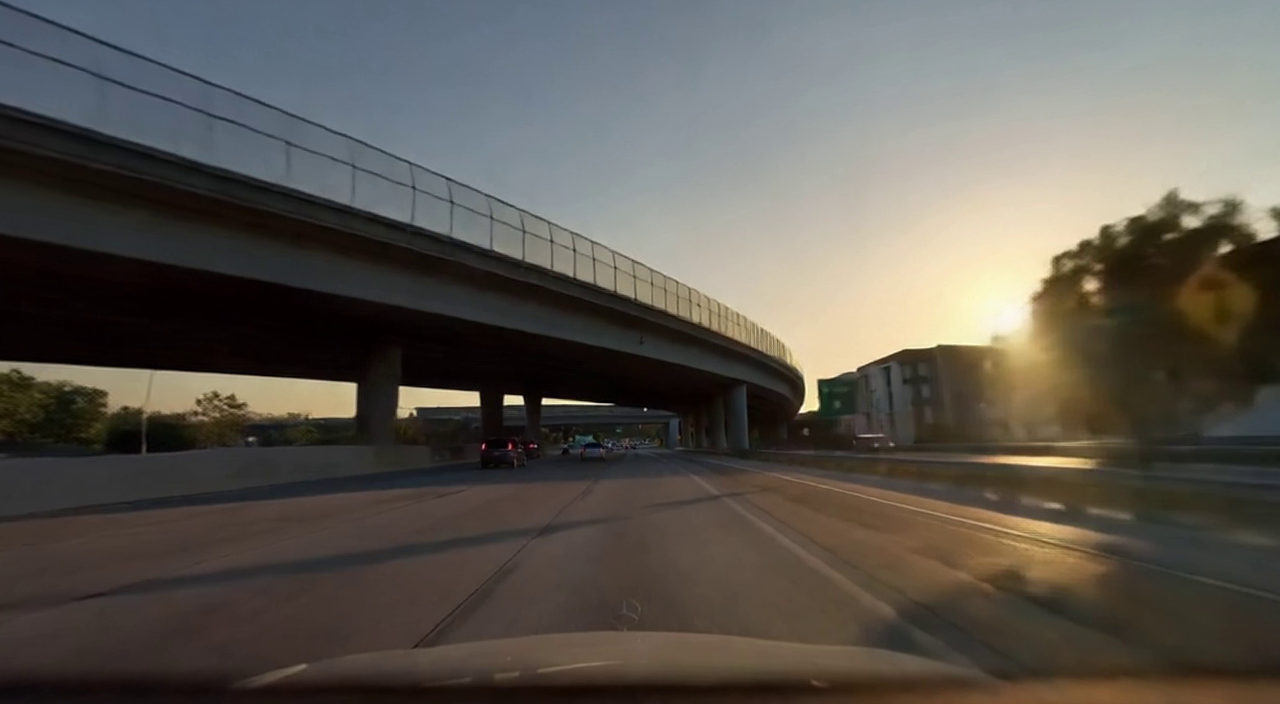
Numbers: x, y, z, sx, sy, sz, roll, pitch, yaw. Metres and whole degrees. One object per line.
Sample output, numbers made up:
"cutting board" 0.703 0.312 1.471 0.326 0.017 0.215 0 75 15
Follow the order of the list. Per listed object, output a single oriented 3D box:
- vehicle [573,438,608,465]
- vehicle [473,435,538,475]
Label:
"vehicle" -3.280 6.696 42.649 2.027 1.697 4.307 0 -8 0
"vehicle" -6.386 4.920 30.487 2.015 1.762 4.790 0 -8 1
